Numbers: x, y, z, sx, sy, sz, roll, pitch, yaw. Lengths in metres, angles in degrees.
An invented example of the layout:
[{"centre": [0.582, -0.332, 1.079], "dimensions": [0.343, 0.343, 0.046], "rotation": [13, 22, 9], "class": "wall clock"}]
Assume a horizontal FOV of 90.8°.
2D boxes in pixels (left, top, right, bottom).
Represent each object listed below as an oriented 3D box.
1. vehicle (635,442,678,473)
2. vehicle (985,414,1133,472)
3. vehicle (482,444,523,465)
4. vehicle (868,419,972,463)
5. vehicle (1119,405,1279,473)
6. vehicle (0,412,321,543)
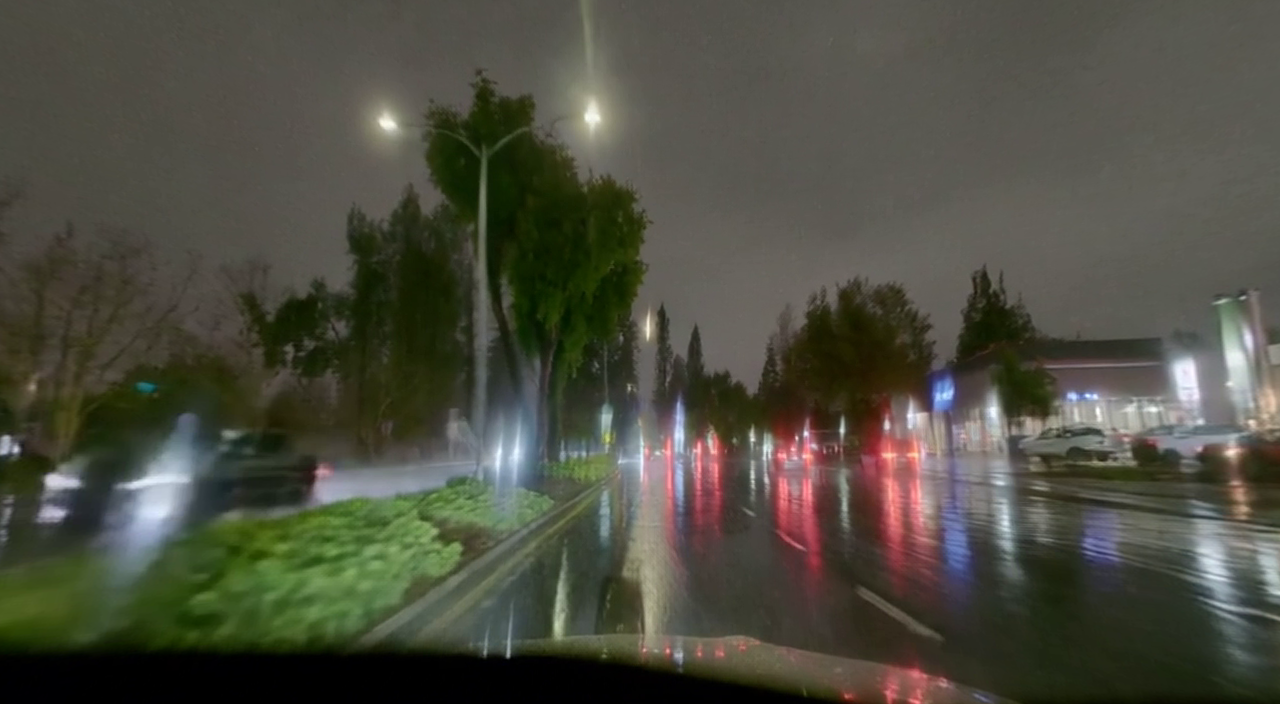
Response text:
[{"centre": [0.886, 5.446, 32.876], "dimensions": [2.095, 1.456, 3.873], "rotation": [0, -8, 2], "class": "vehicle"}, {"centre": [20.921, 4.554, 31.702], "dimensions": [5.953, 2.747, 2.389], "rotation": [1, -8, -8], "class": "vehicle"}, {"centre": [-10.035, 7.477, 46.389], "dimensions": [1.907, 1.429, 4.439], "rotation": [0, -8, 2], "class": "vehicle"}, {"centre": [22.048, 7.050, 49.854], "dimensions": [6.856, 3.118, 2.741], "rotation": [0, -10, -10], "class": "vehicle"}, {"centre": [28.759, 4.467, 32.247], "dimensions": [6.569, 3.235, 2.798], "rotation": [1, -9, -9], "class": "vehicle"}, {"centre": [-7.694, 2.007, 10.767], "dimensions": [2.102, 1.735, 4.491], "rotation": [0, -8, 1], "class": "vehicle"}]
